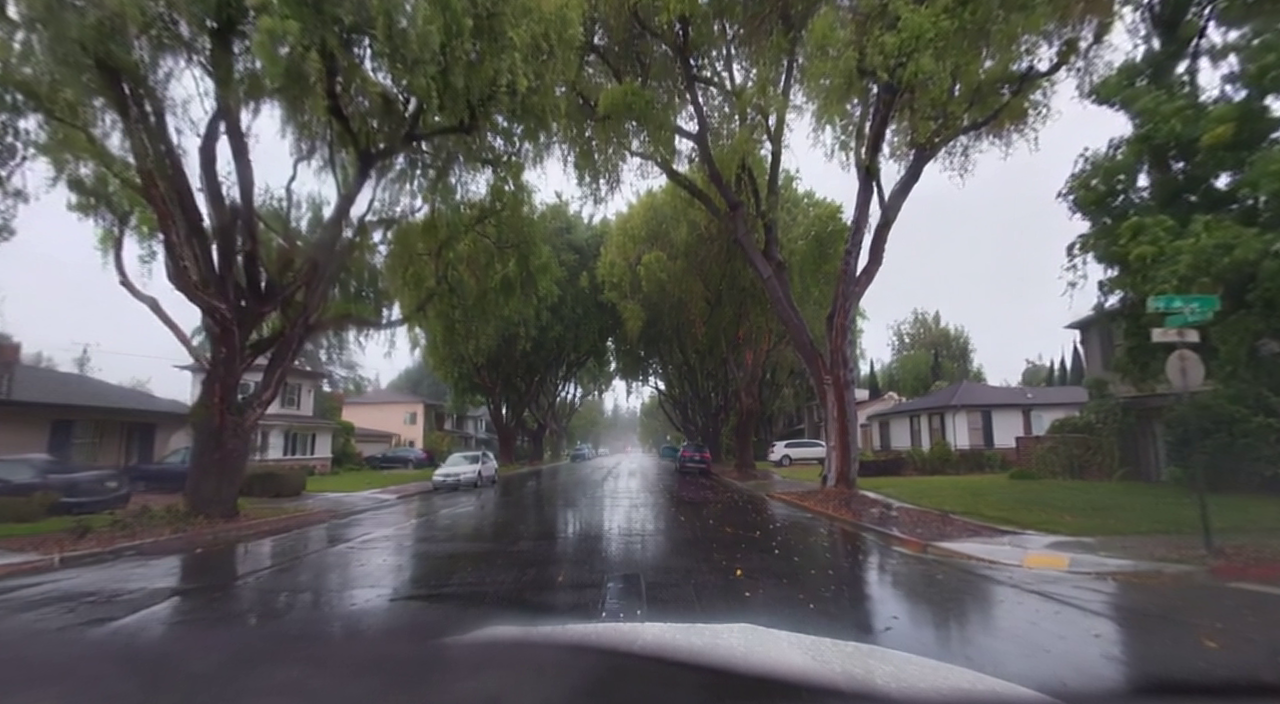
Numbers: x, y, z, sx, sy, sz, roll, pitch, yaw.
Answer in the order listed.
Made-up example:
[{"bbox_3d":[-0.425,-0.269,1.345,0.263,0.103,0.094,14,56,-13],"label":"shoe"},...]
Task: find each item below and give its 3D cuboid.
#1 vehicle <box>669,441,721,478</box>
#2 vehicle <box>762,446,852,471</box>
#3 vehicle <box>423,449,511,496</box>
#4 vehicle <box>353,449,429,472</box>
[{"bbox_3d":[2.914,5.902,34.942,2.241,1.875,5.059,0,-8,-2],"label":"vehicle"},{"bbox_3d":[10.089,6.494,38.562,5.041,1.486,1.969,-1,-8,7],"label":"vehicle"},{"bbox_3d":[-6.588,4.607,24.550,2.099,1.399,4.357,-4,-7,1],"label":"vehicle"},{"bbox_3d":[-16.529,7.189,42.015,4.276,1.463,1.832,-1,-8,6],"label":"vehicle"}]
